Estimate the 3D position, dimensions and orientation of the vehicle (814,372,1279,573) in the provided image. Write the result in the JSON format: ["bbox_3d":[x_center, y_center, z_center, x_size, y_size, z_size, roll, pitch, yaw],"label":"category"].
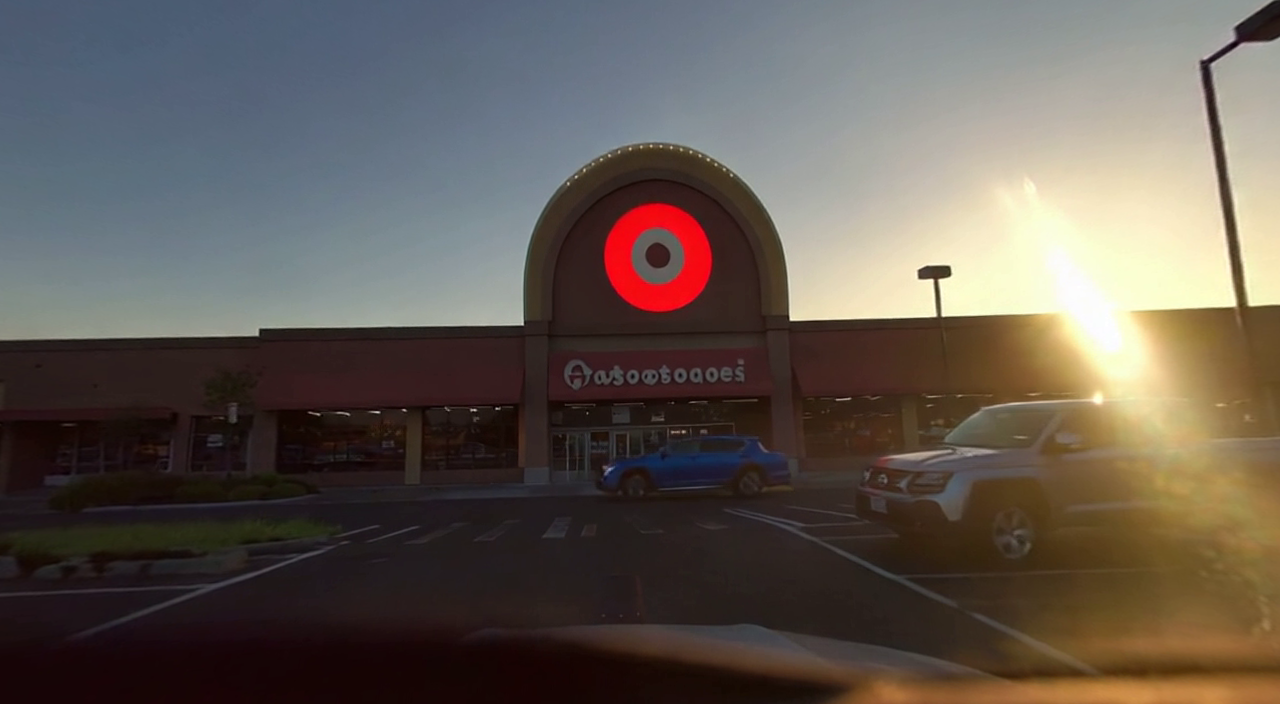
[{"bbox_3d":[4.935,1.352,7.572,4.864,1.916,2.413,1,-8,-6],"label":"vehicle"}]

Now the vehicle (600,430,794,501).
[{"bbox_3d":[1.449,3.079,17.455,4.957,1.788,2.092,1,-9,-8],"label":"vehicle"}]
